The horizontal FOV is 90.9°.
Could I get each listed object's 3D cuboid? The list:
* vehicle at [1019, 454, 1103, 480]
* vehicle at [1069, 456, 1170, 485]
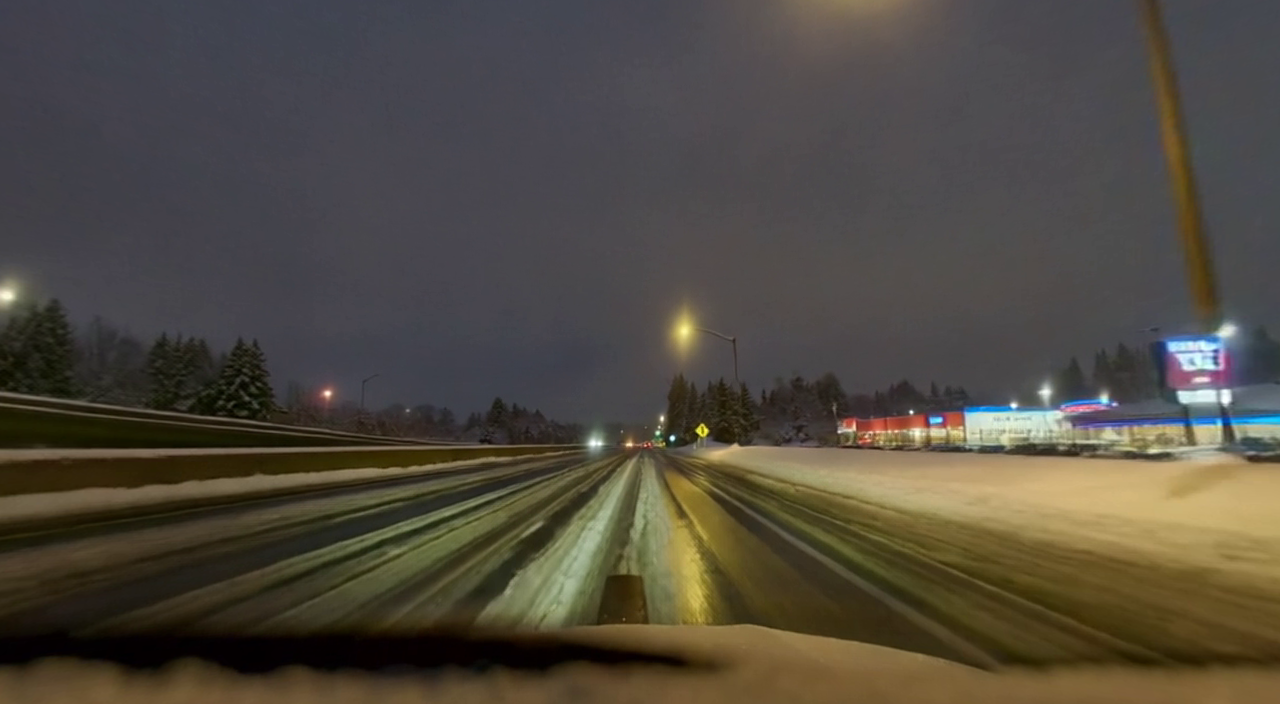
[{"bbox_3d":[30.220,8.239,45.379,4.576,1.740,2.069,0,-9,-2],"label":"vehicle"},{"bbox_3d":[30.079,7.426,39.674,4.589,1.741,2.143,0,-8,-2],"label":"vehicle"}]
